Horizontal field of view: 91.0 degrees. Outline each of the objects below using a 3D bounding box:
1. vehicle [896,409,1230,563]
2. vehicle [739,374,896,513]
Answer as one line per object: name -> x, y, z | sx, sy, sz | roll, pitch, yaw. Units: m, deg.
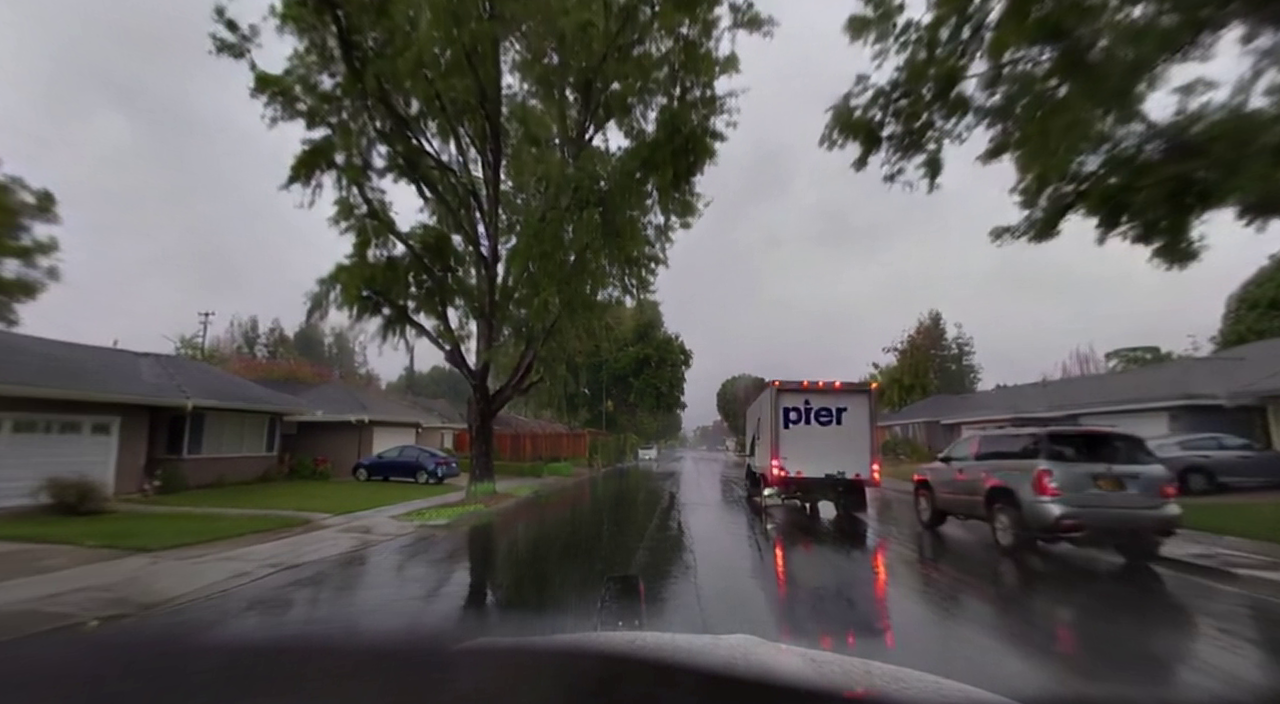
vehicle -> 6.163, 1.989, 10.078 | 2.410, 1.902, 4.277 | 0, -8, 2
vehicle -> 4.484, 2.569, 17.693 | 2.924, 3.018, 7.600 | -1, -9, 6
